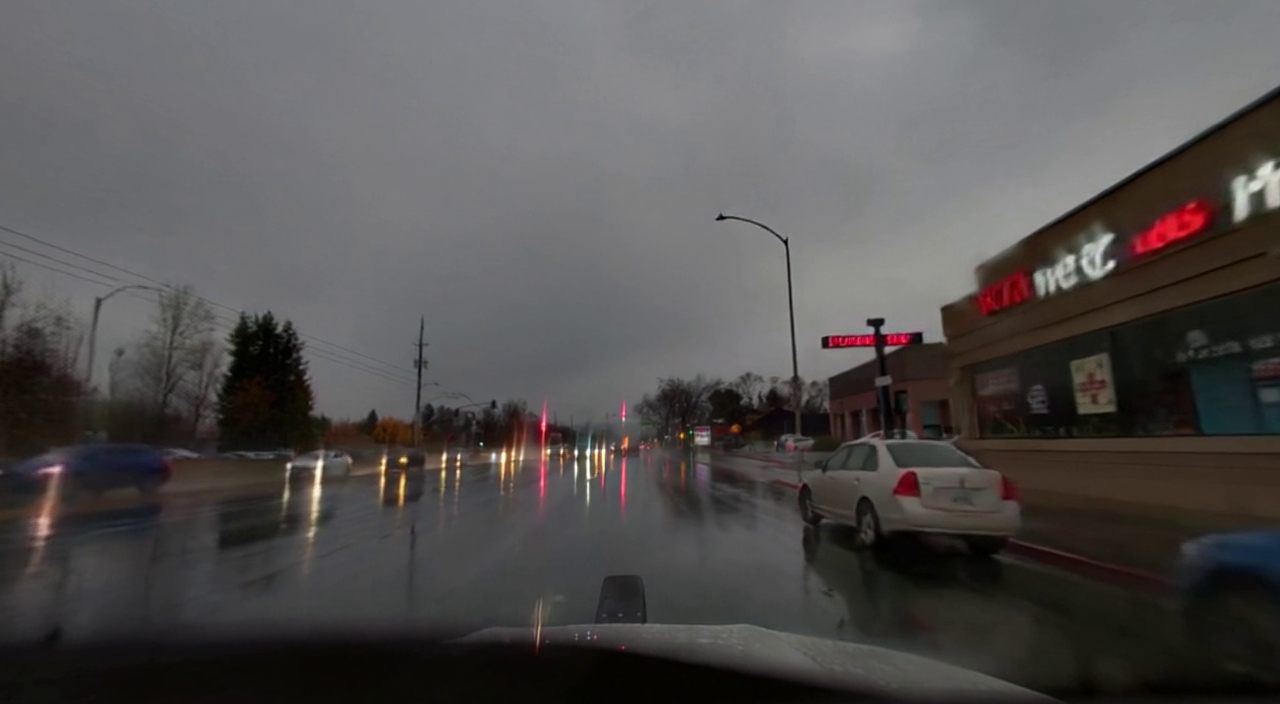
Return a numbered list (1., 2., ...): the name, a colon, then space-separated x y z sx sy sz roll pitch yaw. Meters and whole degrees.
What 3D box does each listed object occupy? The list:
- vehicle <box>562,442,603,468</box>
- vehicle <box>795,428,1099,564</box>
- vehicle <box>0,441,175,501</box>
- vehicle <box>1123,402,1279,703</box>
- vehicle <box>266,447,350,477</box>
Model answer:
1. vehicle: -3.522 6.437 39.681 2.179 1.490 4.742 0 -9 0
2. vehicle: 3.971 1.946 9.347 2.085 1.479 4.633 0 -9 -1
3. vehicle: -17.692 3.706 20.124 2.102 1.679 4.690 0 -9 0
4. vehicle: 3.895 0.748 1.334 1.922 1.507 4.824 0 -9 0
5. vehicle: -18.427 6.104 35.347 2.151 1.495 4.703 0 -9 0
